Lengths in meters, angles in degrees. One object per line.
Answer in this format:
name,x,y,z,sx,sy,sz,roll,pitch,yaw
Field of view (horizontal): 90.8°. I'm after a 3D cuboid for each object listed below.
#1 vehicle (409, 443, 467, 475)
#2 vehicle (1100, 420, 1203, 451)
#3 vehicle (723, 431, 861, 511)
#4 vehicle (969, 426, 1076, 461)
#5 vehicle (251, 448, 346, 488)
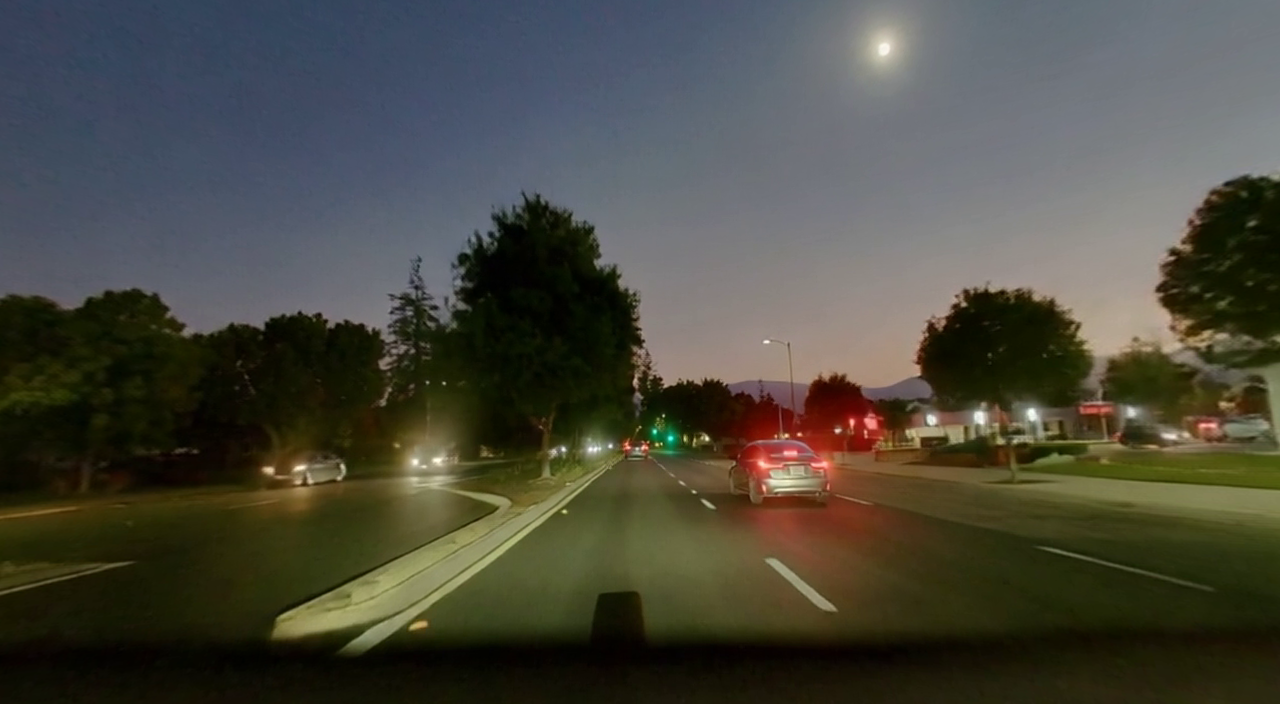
vehicle,-12.556,6.645,39.533,2.063,1.812,4.502,0,-8,1
vehicle,32.383,5.293,40.117,4.597,1.886,2.143,0,-8,0
vehicle,3.388,2.753,15.197,1.995,1.616,4.729,0,-8,-2
vehicle,20.018,4.801,33.170,4.376,1.735,1.854,0,-8,-2
vehicle,-16.566,5.621,30.969,2.032,1.728,4.633,0,-8,0
